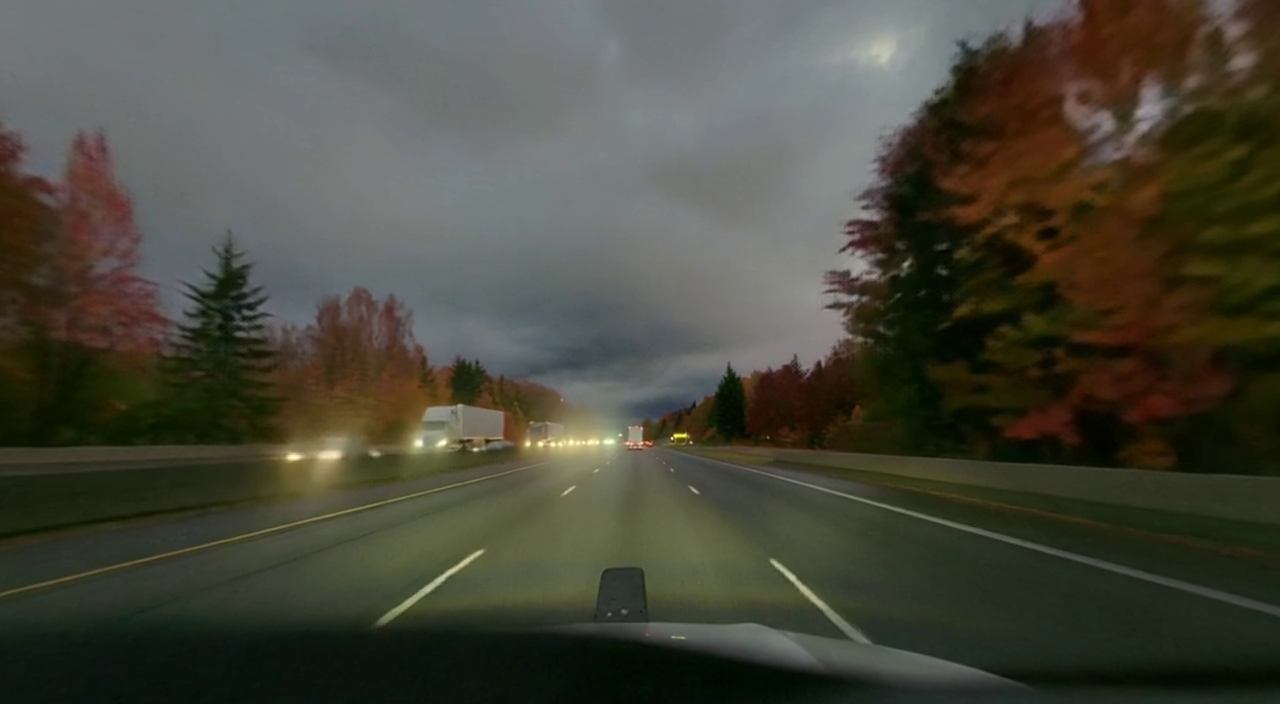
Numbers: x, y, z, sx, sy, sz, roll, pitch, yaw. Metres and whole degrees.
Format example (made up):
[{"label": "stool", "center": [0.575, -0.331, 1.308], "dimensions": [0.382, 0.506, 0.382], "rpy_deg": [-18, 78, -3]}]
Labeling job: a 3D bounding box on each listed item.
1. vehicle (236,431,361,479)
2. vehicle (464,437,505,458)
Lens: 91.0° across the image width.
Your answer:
[{"label": "vehicle", "center": [-11.730, 3.551, 22.008], "dimensions": [1.925, 1.490, 4.372], "rpy_deg": [0, -8, 0]}, {"label": "vehicle", "center": [-11.461, 7.060, 46.603], "dimensions": [1.948, 1.519, 4.592], "rpy_deg": [0, -8, -1]}]
